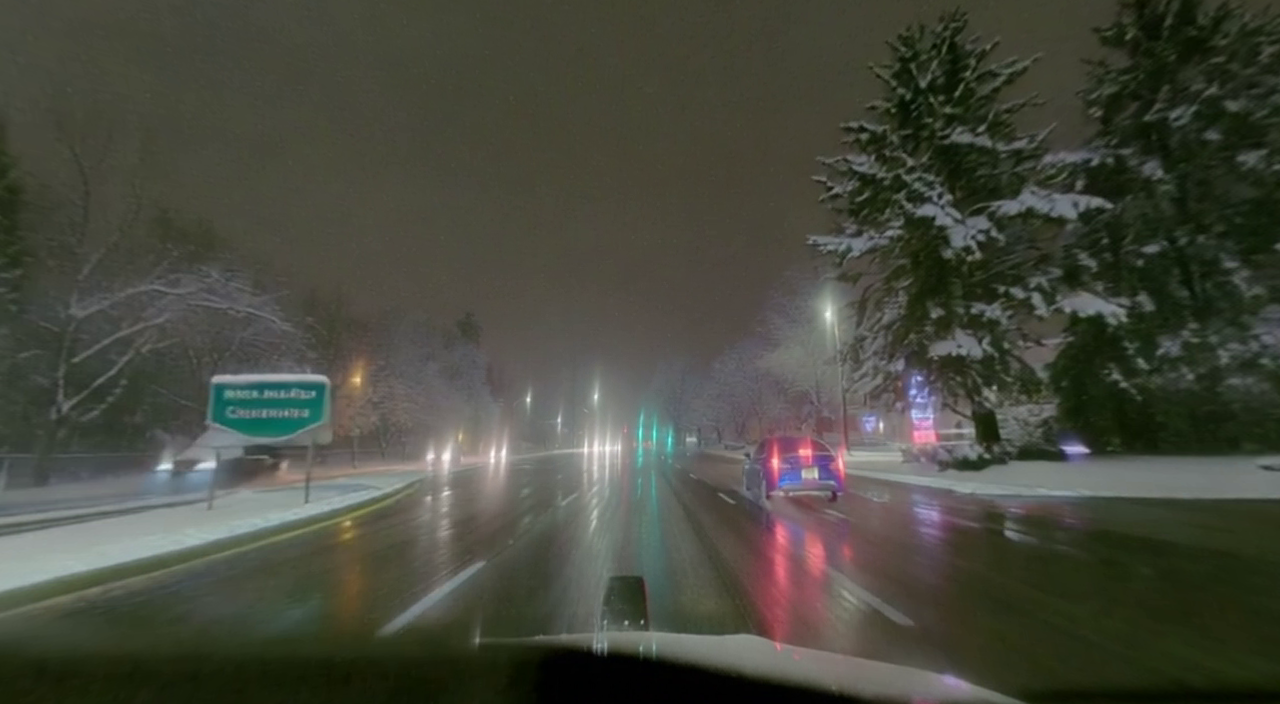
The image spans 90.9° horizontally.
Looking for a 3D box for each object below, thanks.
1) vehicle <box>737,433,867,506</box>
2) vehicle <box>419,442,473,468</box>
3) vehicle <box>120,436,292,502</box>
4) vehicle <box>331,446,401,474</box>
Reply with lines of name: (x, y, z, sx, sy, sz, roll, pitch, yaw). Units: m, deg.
vehicle: (3.699, 2.747, 15.291, 1.977, 1.474, 4.399, 0, -8, 0)
vehicle: (-12.167, 6.487, 39.851, 1.986, 1.514, 4.300, 0, -8, 1)
vehicle: (-12.549, 3.364, 18.664, 1.975, 1.697, 4.265, 0, -8, 1)
vehicle: (-15.672, 6.177, 36.310, 1.917, 1.454, 4.577, 0, -8, 0)
